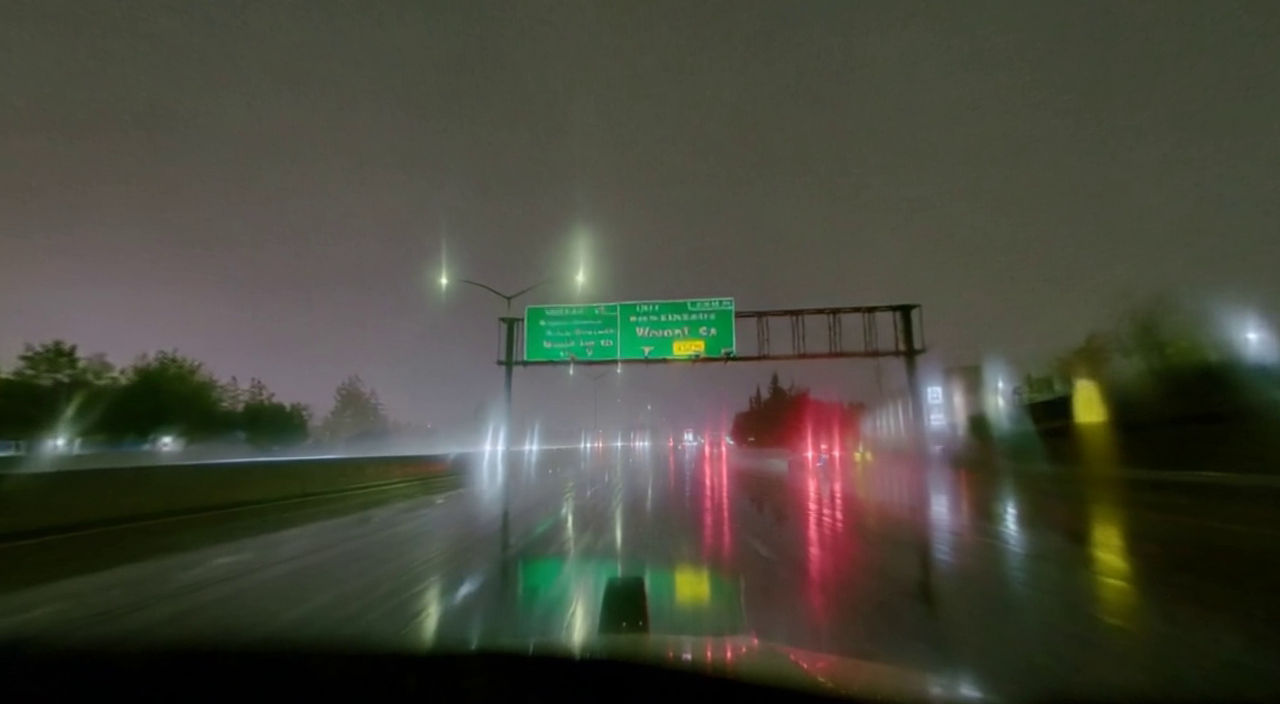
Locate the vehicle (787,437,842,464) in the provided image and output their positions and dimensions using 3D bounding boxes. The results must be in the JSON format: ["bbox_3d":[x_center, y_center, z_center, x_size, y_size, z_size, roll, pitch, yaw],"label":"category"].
[{"bbox_3d":[10.496,5.951,38.348,2.000,1.514,4.585,0,-8,0],"label":"vehicle"}]
